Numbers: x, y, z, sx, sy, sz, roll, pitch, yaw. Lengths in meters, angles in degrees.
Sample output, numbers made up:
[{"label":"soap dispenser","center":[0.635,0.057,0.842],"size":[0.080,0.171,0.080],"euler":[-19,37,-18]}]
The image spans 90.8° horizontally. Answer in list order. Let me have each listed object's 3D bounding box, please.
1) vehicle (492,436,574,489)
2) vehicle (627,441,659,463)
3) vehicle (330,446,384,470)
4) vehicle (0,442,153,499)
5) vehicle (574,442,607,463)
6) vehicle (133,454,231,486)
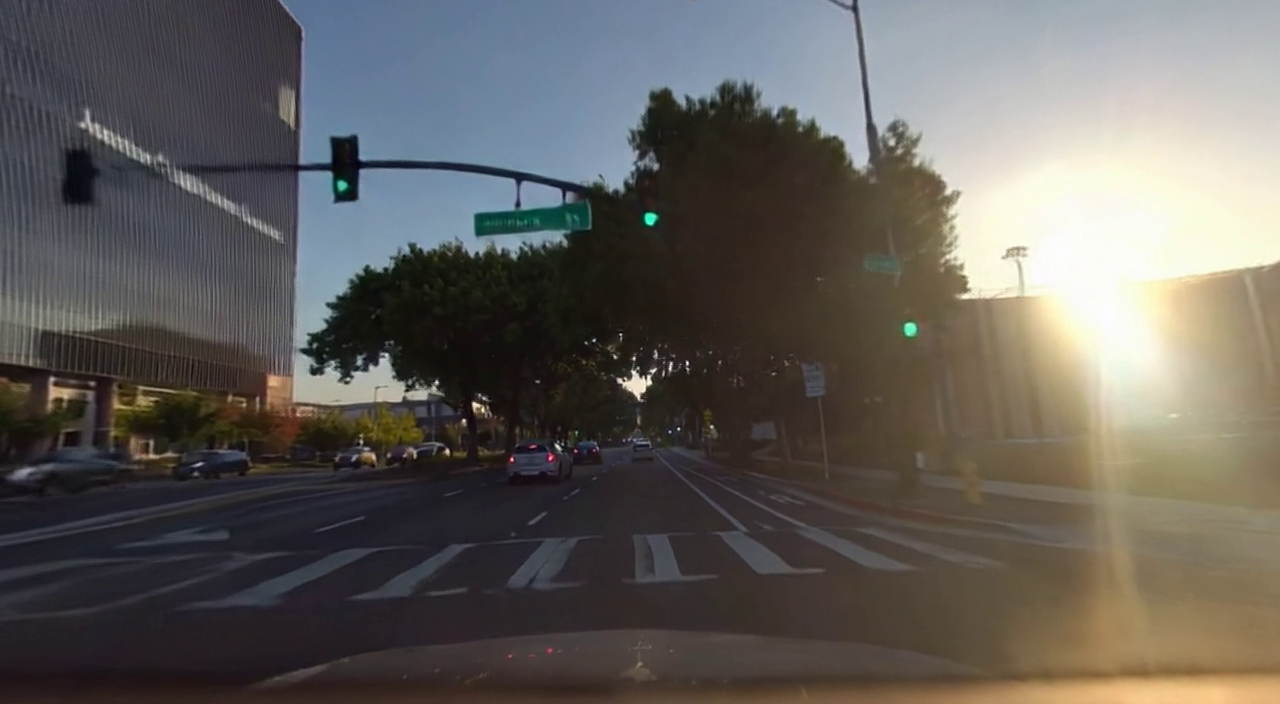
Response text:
[{"label":"vehicle","center":[-3.338,3.507,20.473],"size":[1.983,1.545,3.773],"euler":[0,-8,0]},{"label":"vehicle","center":[0.187,6.946,44.112],"size":[2.102,1.482,4.125],"euler":[0,-8,-1]},{"label":"vehicle","center":[-20.524,7.693,46.067],"size":[1.900,1.638,4.567],"euler":[0,-8,-1]},{"label":"vehicle","center":[-20.441,4.209,22.933],"size":[2.068,1.848,4.247],"euler":[0,-8,-1]},{"label":"vehicle","center":[-3.622,7.416,46.866],"size":[2.088,1.430,4.482],"euler":[0,-8,1]},{"label":"vehicle","center":[-23.709,6.092,32.947],"size":[1.778,1.443,4.525],"euler":[0,-8,-1]}]
